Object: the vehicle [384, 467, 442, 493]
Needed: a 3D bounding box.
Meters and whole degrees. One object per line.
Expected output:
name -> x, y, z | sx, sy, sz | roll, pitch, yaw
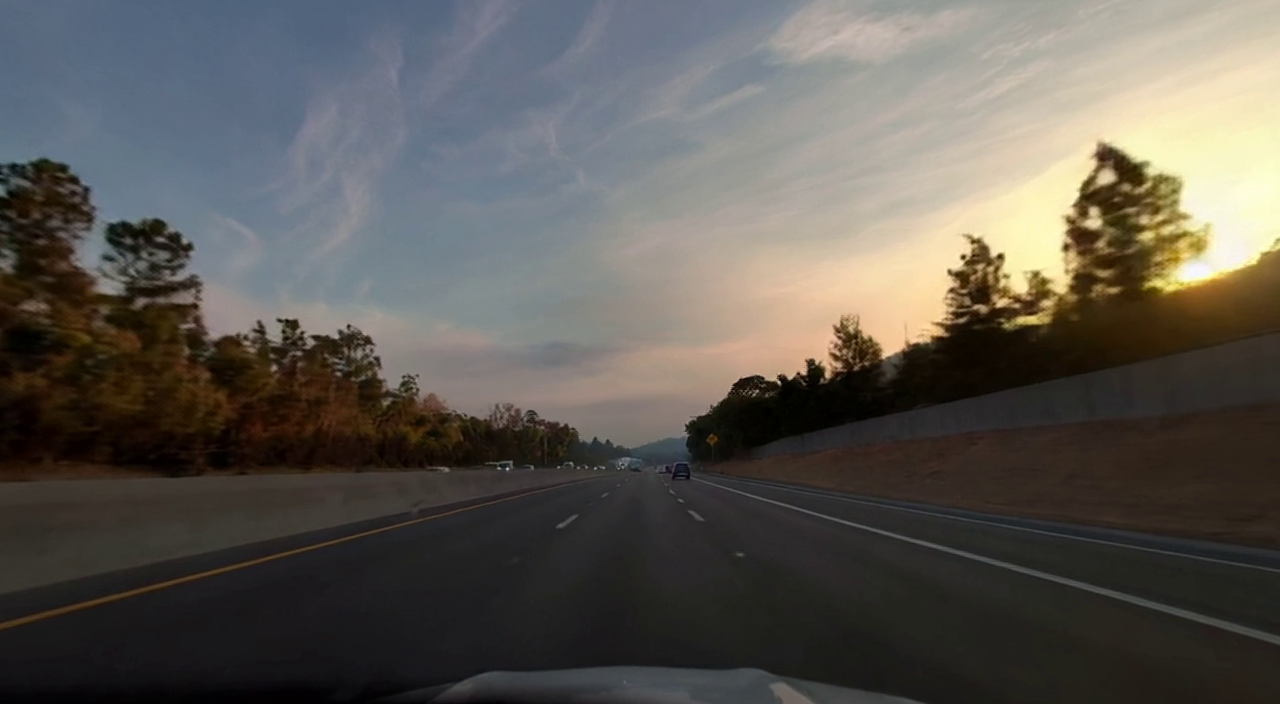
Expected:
vehicle -> -14.389, 8.140, 40.209 | 1.903, 1.514, 4.696 | 1, -10, 0
